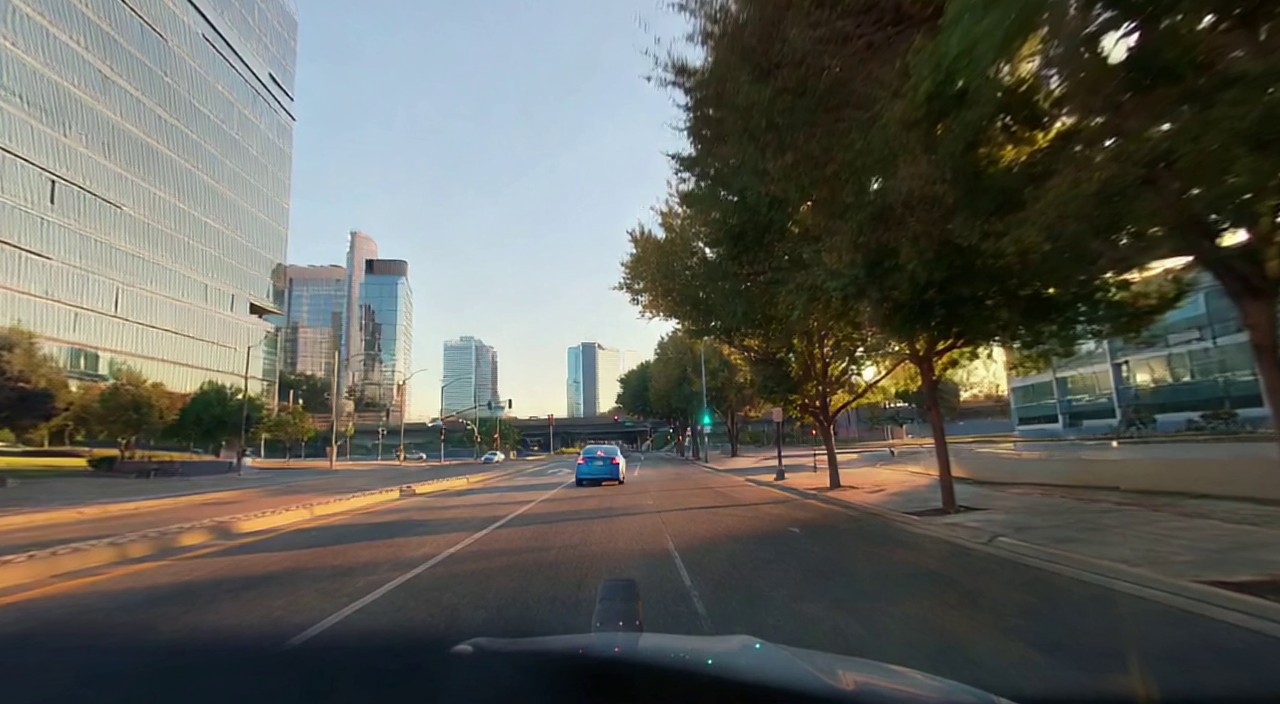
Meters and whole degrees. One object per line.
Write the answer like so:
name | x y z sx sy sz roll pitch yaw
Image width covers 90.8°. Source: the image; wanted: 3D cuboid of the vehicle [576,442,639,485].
vehicle | -1.175 4.193 24.134 2.154 1.465 4.532 0 -9 -1
